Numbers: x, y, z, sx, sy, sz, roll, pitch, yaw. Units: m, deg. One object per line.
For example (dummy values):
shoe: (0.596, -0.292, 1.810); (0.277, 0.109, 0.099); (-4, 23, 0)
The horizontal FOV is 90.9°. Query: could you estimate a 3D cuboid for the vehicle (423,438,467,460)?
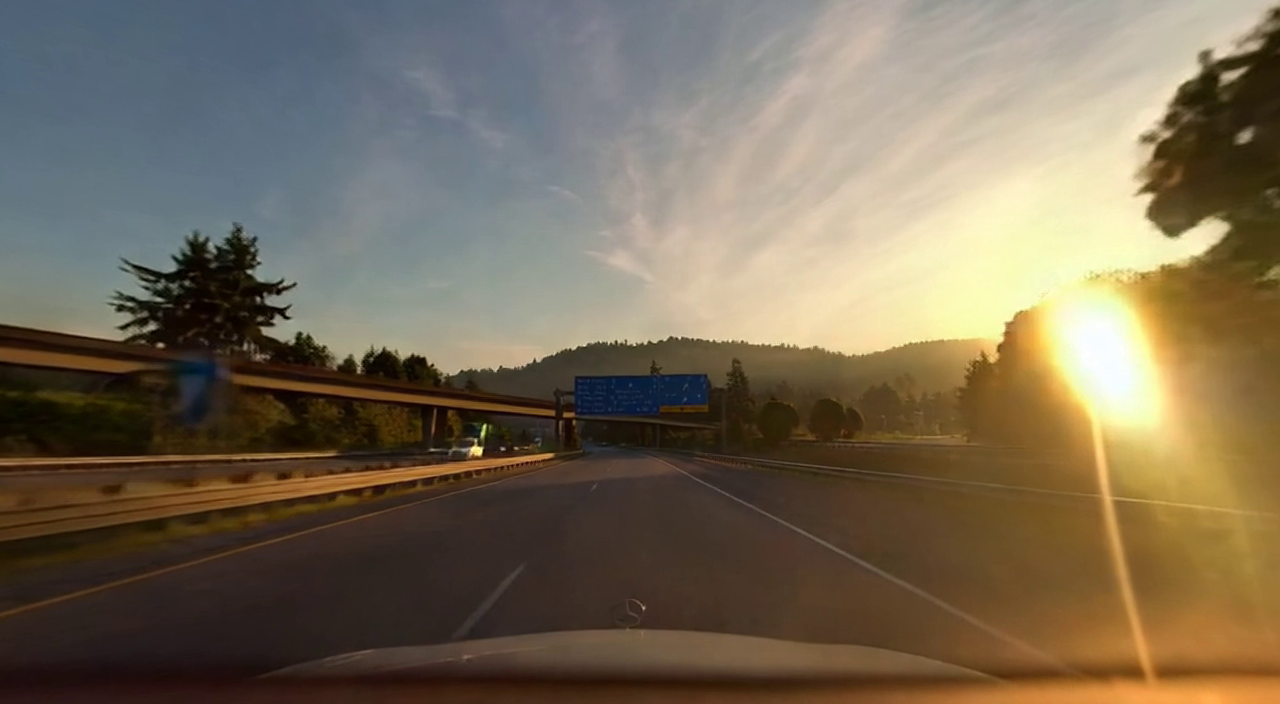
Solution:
vehicle: (-15.222, 7.620, 49.436); (2.117, 1.623, 4.690); (0, -9, -2)
